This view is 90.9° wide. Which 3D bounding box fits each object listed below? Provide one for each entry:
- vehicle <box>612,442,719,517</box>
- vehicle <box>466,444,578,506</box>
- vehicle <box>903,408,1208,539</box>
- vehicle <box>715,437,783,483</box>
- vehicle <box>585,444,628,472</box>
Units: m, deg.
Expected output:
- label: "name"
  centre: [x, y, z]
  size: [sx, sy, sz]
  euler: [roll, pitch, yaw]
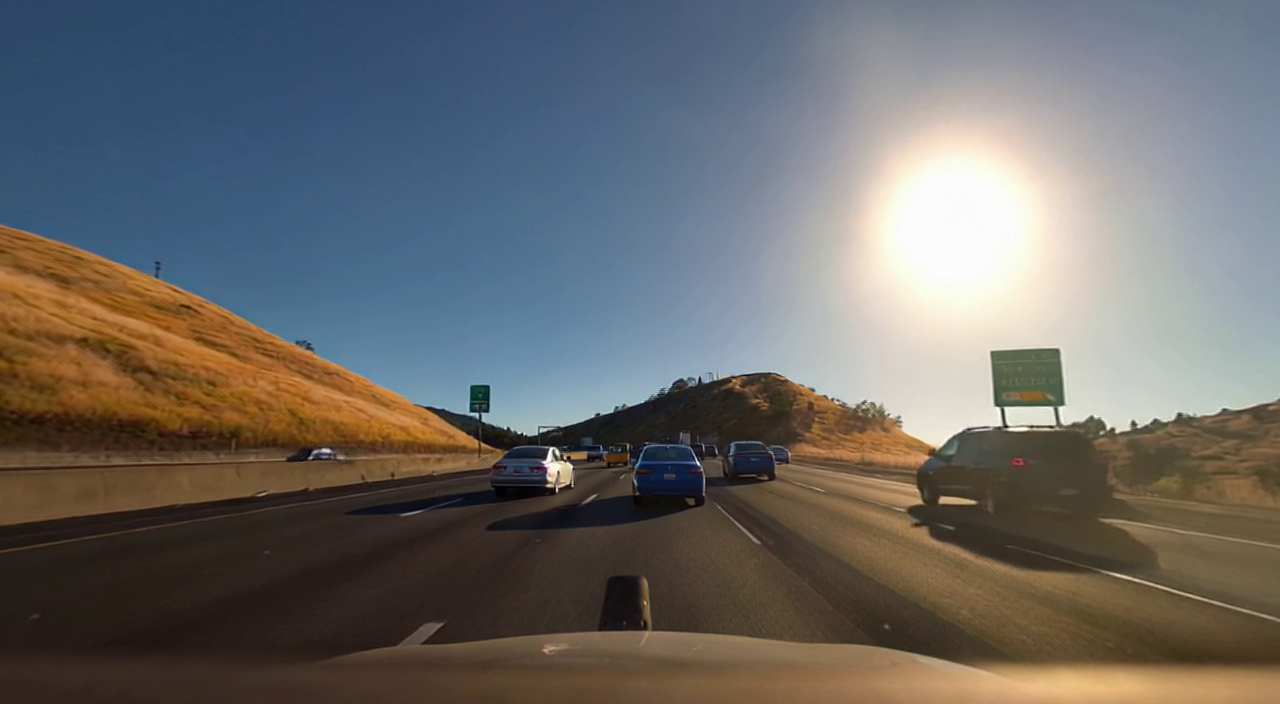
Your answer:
- label: "vehicle"
  centre: [0.546, 2.755, 14.183]
  size: [2.072, 1.431, 3.904]
  euler: [-1, -8, 2]
- label: "vehicle"
  centre: [-2.993, 3.225, 17.057]
  size: [2.017, 1.446, 4.384]
  euler: [-1, -8, 3]
- label: "vehicle"
  centre: [6.901, 2.078, 11.397]
  size: [2.210, 1.831, 4.843]
  euler: [0, -8, 1]
- label: "vehicle"
  centre: [4.392, 4.425, 26.159]
  size: [2.083, 1.693, 4.740]
  euler: [0, -8, 2]
- label: "vehicle"
  centre: [-1.926, 6.281, 37.656]
  size: [2.034, 1.572, 4.444]
  euler: [-1, -8, 4]
